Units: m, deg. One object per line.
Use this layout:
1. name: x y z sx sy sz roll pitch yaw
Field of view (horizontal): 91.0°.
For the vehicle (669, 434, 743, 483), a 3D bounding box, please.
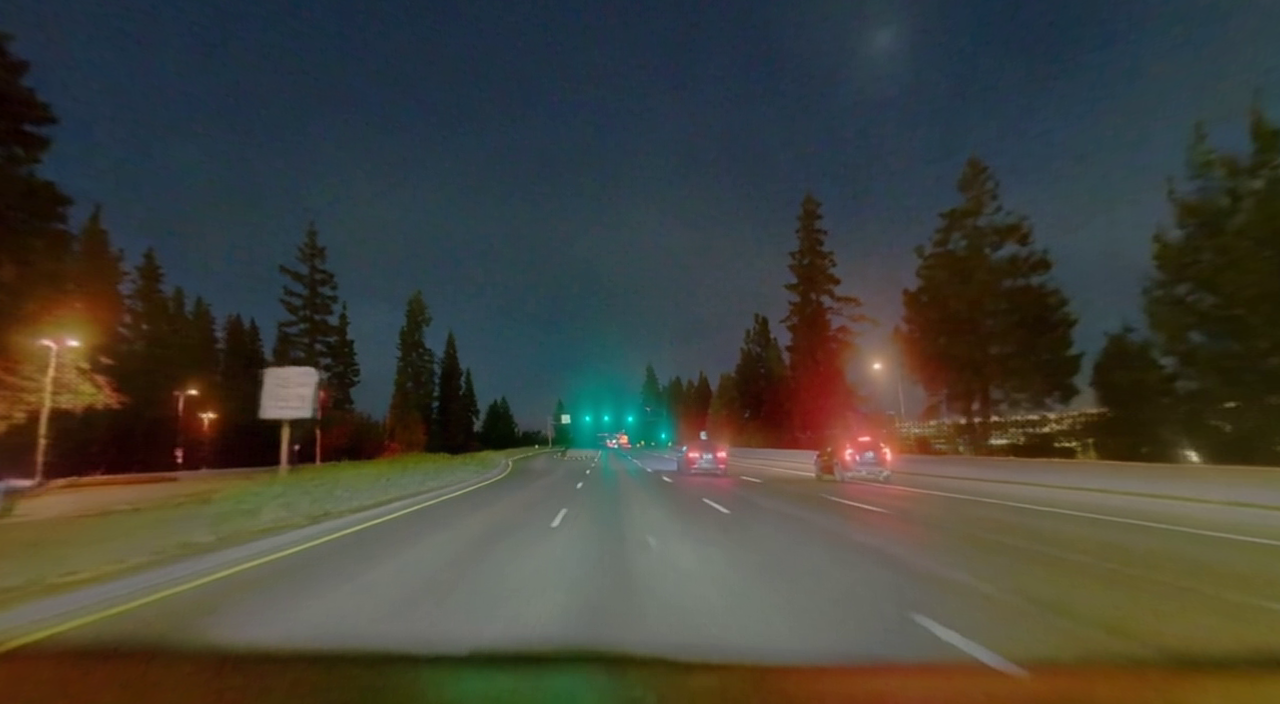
1. vehicle: 2.446 4.098 24.523 2.066 1.683 4.675 0 -9 -4
